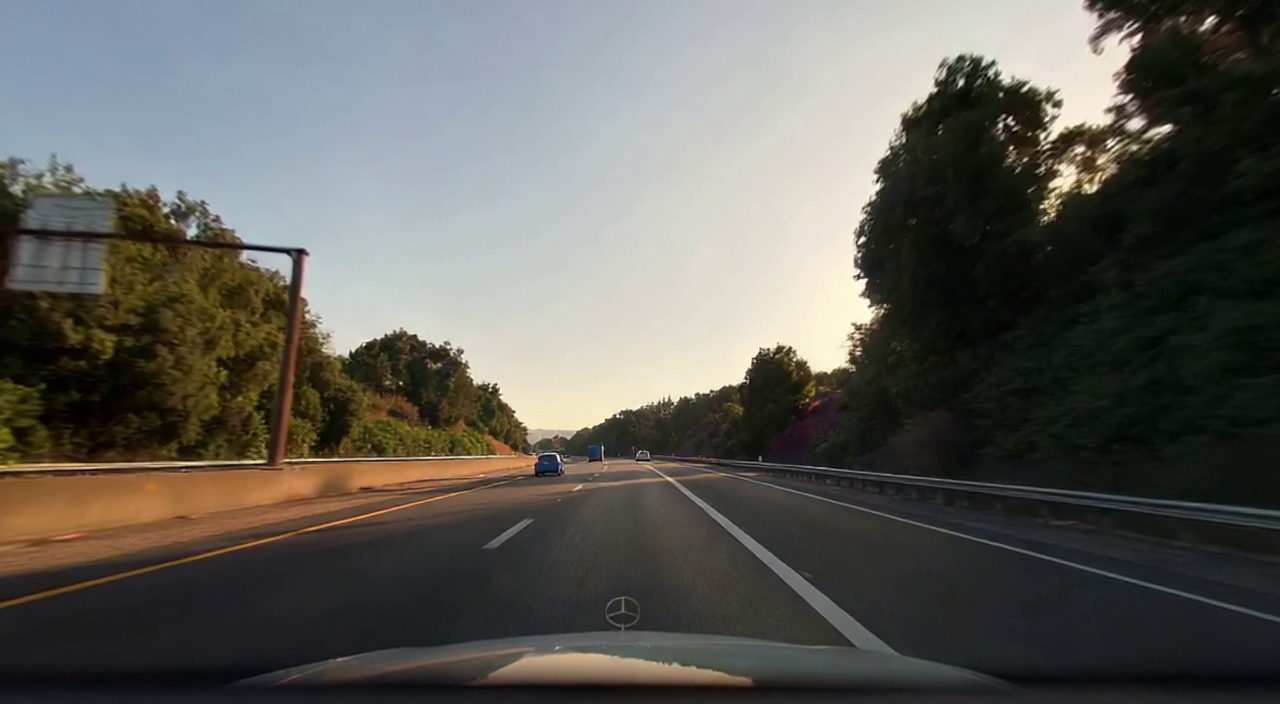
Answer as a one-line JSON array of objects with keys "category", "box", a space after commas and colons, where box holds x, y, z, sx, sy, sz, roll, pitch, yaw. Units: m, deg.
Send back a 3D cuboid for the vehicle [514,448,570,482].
[{"category": "vehicle", "box": [-4.716, 5.498, 30.983, 2.049, 1.521, 4.366, 0, -9, 0]}]
